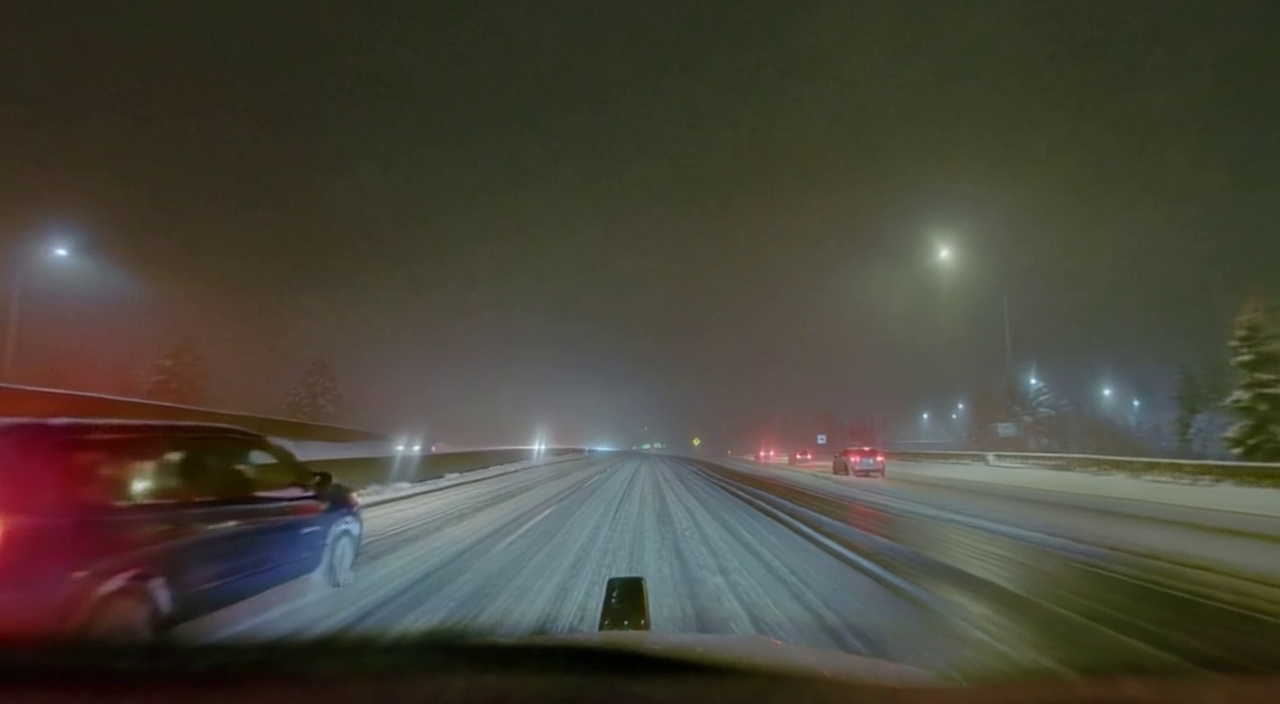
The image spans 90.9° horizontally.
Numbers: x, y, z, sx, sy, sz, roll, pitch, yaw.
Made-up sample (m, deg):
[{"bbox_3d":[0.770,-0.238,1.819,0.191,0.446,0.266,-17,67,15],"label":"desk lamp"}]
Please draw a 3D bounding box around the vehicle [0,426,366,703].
[{"bbox_3d":[-3.720,1.284,4.113,1.968,1.504,3.892,-1,-8,2],"label":"vehicle"}]
